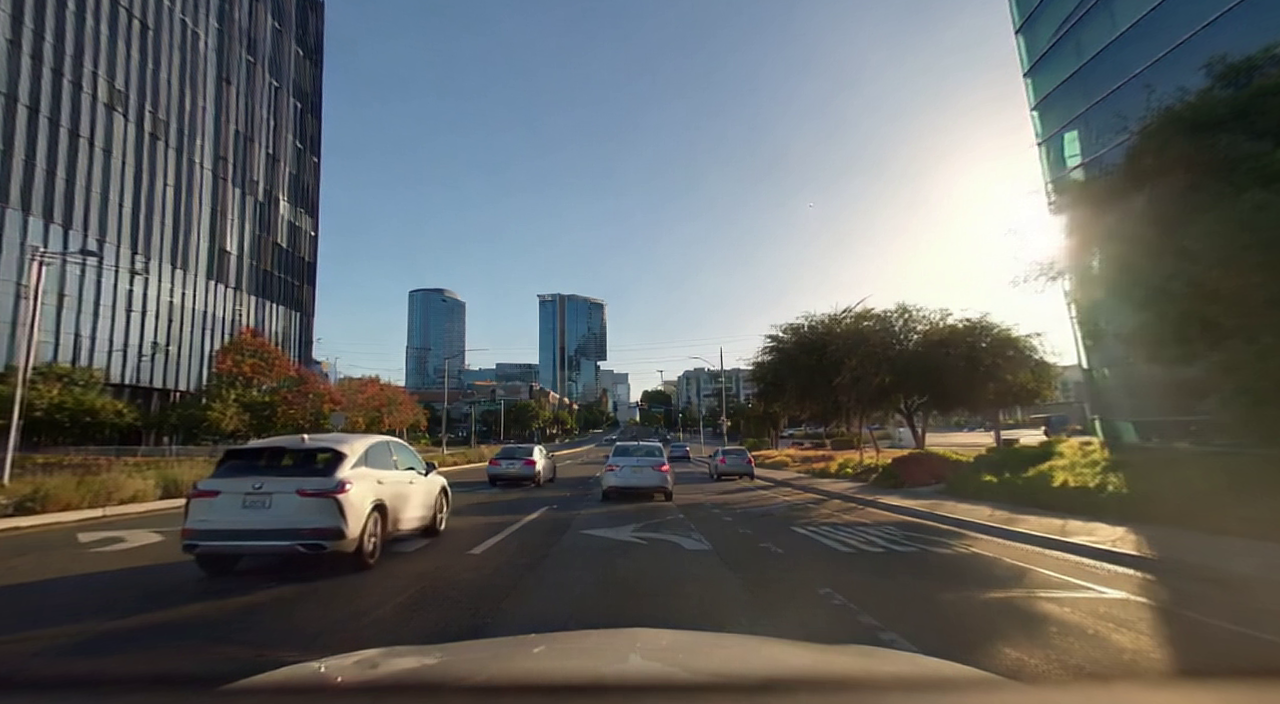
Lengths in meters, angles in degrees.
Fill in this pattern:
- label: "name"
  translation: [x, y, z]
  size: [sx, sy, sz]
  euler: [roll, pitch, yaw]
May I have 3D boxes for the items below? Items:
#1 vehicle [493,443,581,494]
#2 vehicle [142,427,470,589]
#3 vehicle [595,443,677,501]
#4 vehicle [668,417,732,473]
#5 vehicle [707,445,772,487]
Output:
- label: "vehicle"
  translation: [-3.305, 3.818, 21.133]
  size: [2.044, 1.508, 4.479]
  euler: [0, -8, 2]
- label: "vehicle"
  translation: [-3.740, 1.795, 8.119]
  size: [1.933, 1.520, 4.195]
  euler: [0, -8, 0]
- label: "vehicle"
  translation: [-0.069, 3.474, 18.766]
  size: [2.174, 1.509, 4.374]
  euler: [0, -8, 1]
- label: "vehicle"
  translation: [3.910, 6.528, 44.274]
  size: [3.074, 3.316, 12.953]
  euler: [0, -8, -1]
- label: "vehicle"
  translation: [3.931, 4.557, 25.544]
  size: [1.940, 1.514, 4.187]
  euler: [0, -8, 0]
